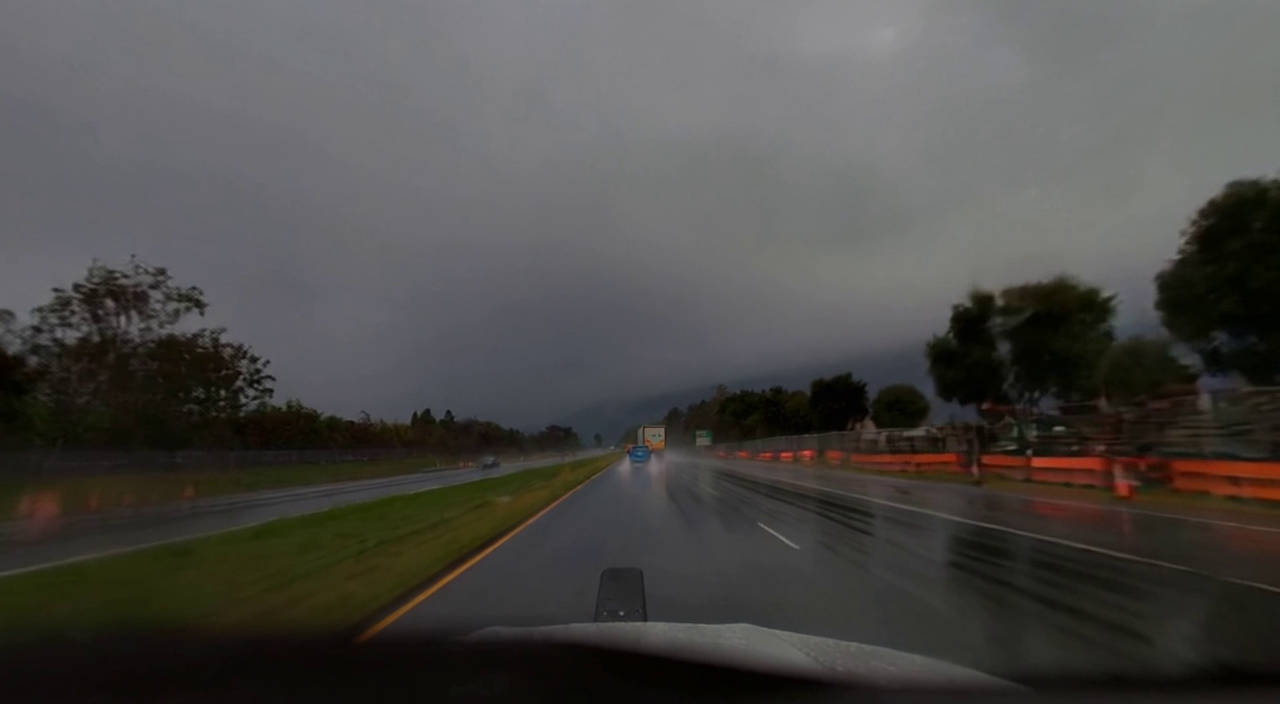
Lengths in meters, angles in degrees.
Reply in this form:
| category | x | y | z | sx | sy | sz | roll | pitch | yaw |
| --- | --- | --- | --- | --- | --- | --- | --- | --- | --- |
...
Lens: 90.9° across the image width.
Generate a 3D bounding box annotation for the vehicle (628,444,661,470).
| category | x | y | z | sx | sy | sz | roll | pitch | yaw |
| --- | --- | --- | --- | --- | --- | --- | --- | --- | --- |
| vehicle | 0.250 | 6.902 | 41.500 | 2.065 | 1.573 | 3.734 | 0 | -9 | -1 |
